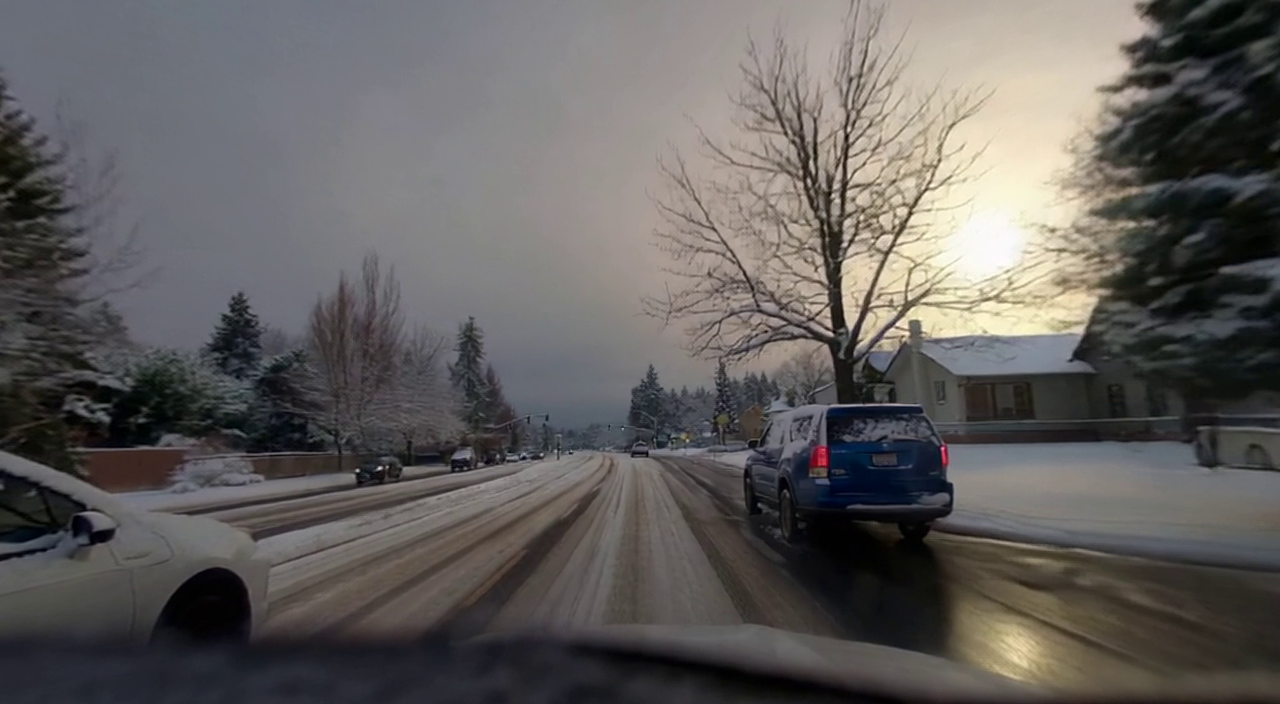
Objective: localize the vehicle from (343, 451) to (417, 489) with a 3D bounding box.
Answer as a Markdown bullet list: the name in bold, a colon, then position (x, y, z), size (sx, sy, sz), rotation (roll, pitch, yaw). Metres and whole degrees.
- **vehicle**: position (-13.072, 5.909, 32.032), size (2.002, 1.729, 4.441), rotation (0, -8, -2)

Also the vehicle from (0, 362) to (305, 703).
- **vehicle**: position (-3.337, 0.829, 1.975), size (2.058, 1.659, 4.514), rotation (0, -8, 0)

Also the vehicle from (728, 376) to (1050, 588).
- **vehicle**: position (2.820, 1.676, 9.025), size (2.338, 2.063, 5.592), rotation (0, -8, 0)

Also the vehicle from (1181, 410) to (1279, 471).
- **vehicle**: position (16.916, 2.362, 16.741), size (1.822, 1.496, 3.560), rotation (0, -8, -1)
